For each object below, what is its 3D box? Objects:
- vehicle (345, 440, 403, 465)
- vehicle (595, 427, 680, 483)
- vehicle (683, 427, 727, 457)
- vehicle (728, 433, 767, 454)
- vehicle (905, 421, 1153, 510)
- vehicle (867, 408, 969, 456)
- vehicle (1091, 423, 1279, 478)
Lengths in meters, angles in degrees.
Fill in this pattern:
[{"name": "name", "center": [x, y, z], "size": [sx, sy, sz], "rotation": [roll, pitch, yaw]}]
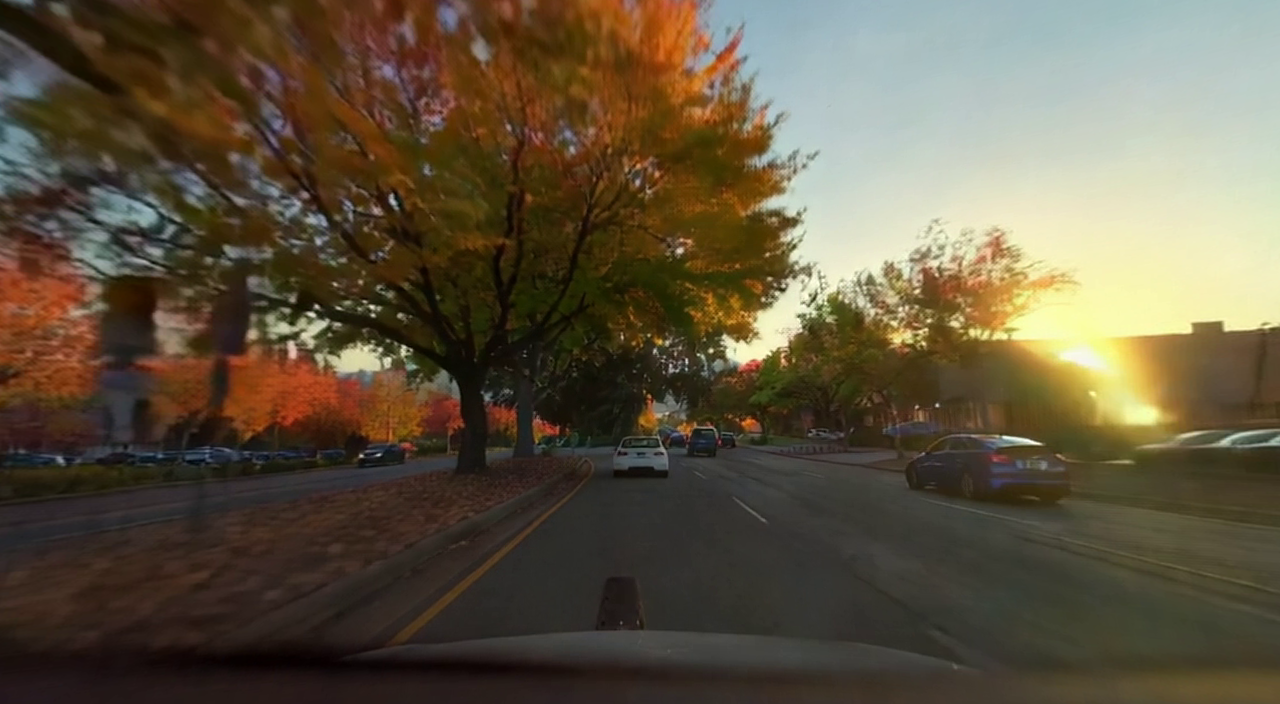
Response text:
[{"name": "vehicle", "center": [-20.168, 7.602, 48.085], "size": [2.277, 1.777, 4.993], "rotation": [0, -8, -1]}, {"name": "vehicle", "center": [-0.094, 3.070, 19.173], "size": [2.289, 1.471, 4.477], "rotation": [0, -8, -1]}, {"name": "vehicle", "center": [3.911, 5.546, 38.941], "size": [2.188, 1.760, 4.297], "rotation": [0, -8, -1]}, {"name": "vehicle", "center": [7.765, 6.626, 46.020], "size": [2.061, 1.460, 3.948], "rotation": [0, -8, -1]}, {"name": "vehicle", "center": [7.538, 2.239, 13.006], "size": [2.111, 1.493, 4.639], "rotation": [0, -8, -1]}, {"name": "vehicle", "center": [20.171, 5.939, 46.566], "size": [3.364, 3.145, 8.387], "rotation": [0, -8, -3]}, {"name": "vehicle", "center": [20.893, 3.708, 24.103], "size": [2.430, 1.809, 6.424], "rotation": [0, -8, -2]}]
